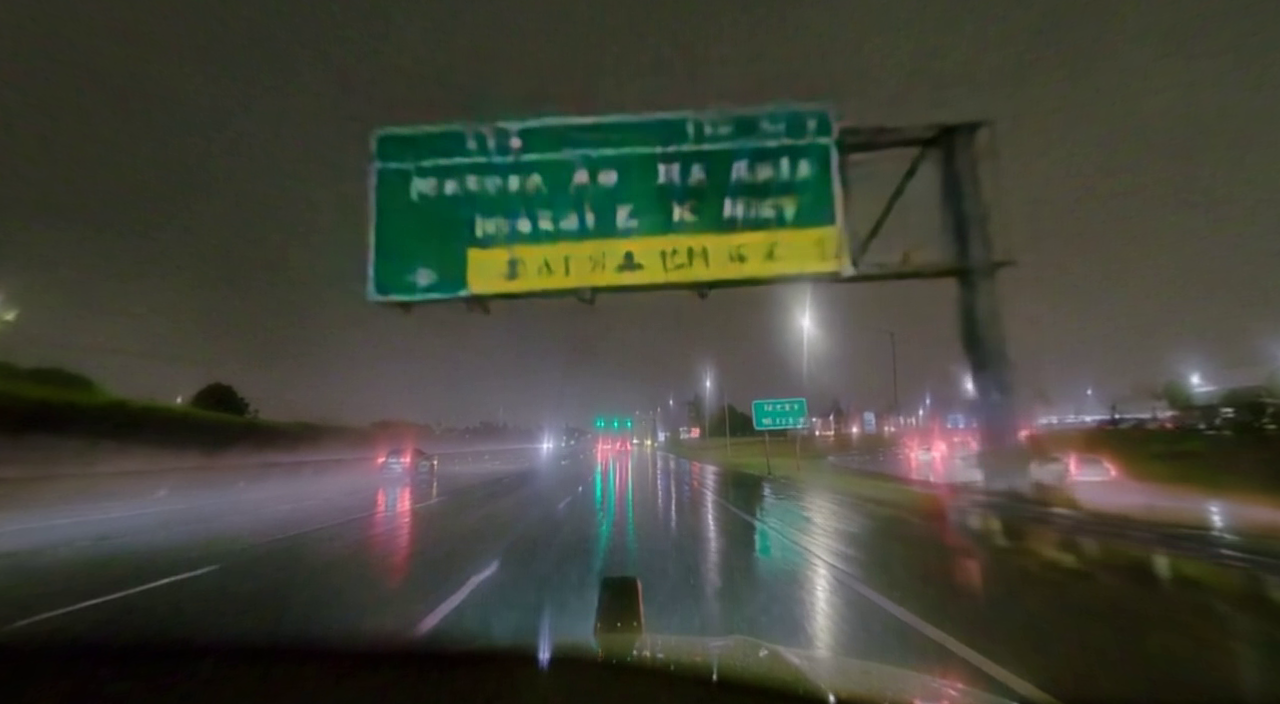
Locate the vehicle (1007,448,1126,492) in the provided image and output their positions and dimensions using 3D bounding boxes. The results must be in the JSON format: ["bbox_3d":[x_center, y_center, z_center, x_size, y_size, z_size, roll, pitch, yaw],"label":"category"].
[{"bbox_3d":[19.242,5.304,28.863,2.172,1.778,5.085,-1,-8,5],"label":"vehicle"}]

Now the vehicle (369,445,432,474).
[{"bbox_3d":[-14.327,6.421,38.044,2.057,1.619,4.443,0,-8,0],"label":"vehicle"}]
